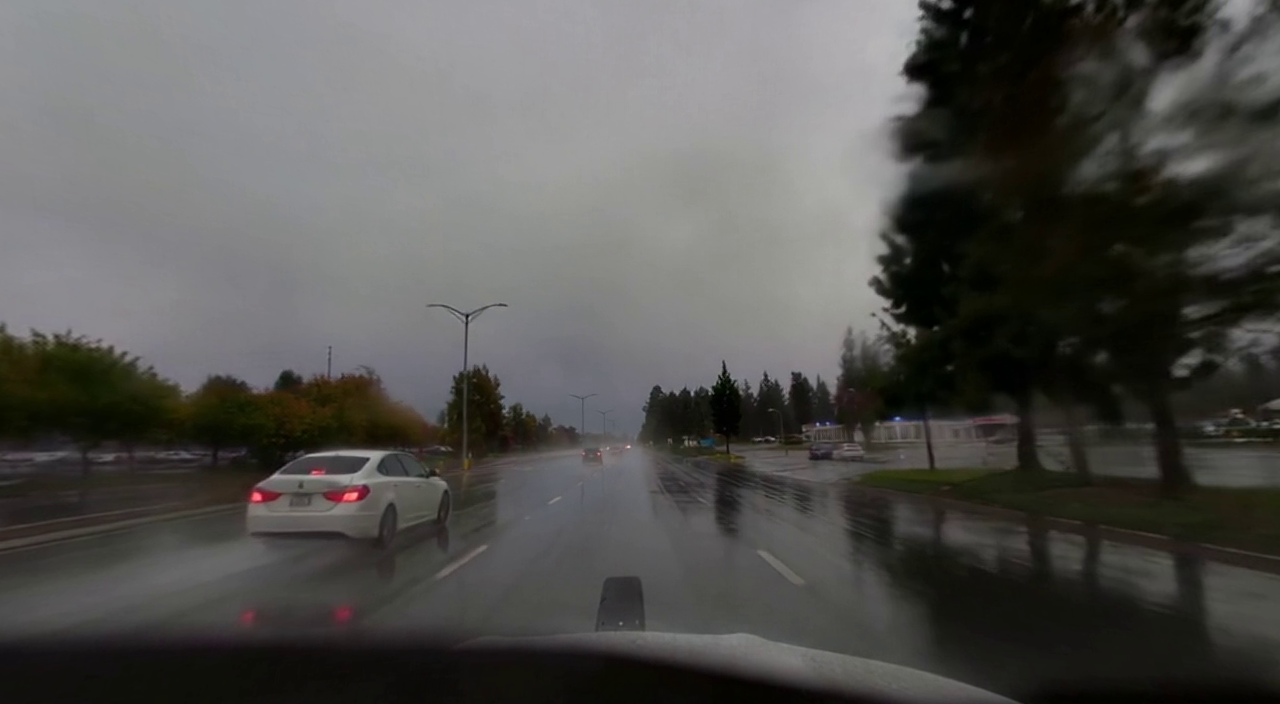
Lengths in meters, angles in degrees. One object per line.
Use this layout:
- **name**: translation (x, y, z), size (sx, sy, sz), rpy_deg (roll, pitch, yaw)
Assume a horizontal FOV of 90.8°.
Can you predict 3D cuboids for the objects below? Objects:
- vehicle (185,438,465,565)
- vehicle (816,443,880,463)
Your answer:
- **vehicle**: translation (-4.304, 2.090, 9.666), size (2.003, 1.454, 4.484), rpy_deg (0, -9, 0)
- **vehicle**: translation (16.000, 7.798, 48.770), size (4.197, 1.466, 1.930), rpy_deg (0, -9, -2)
